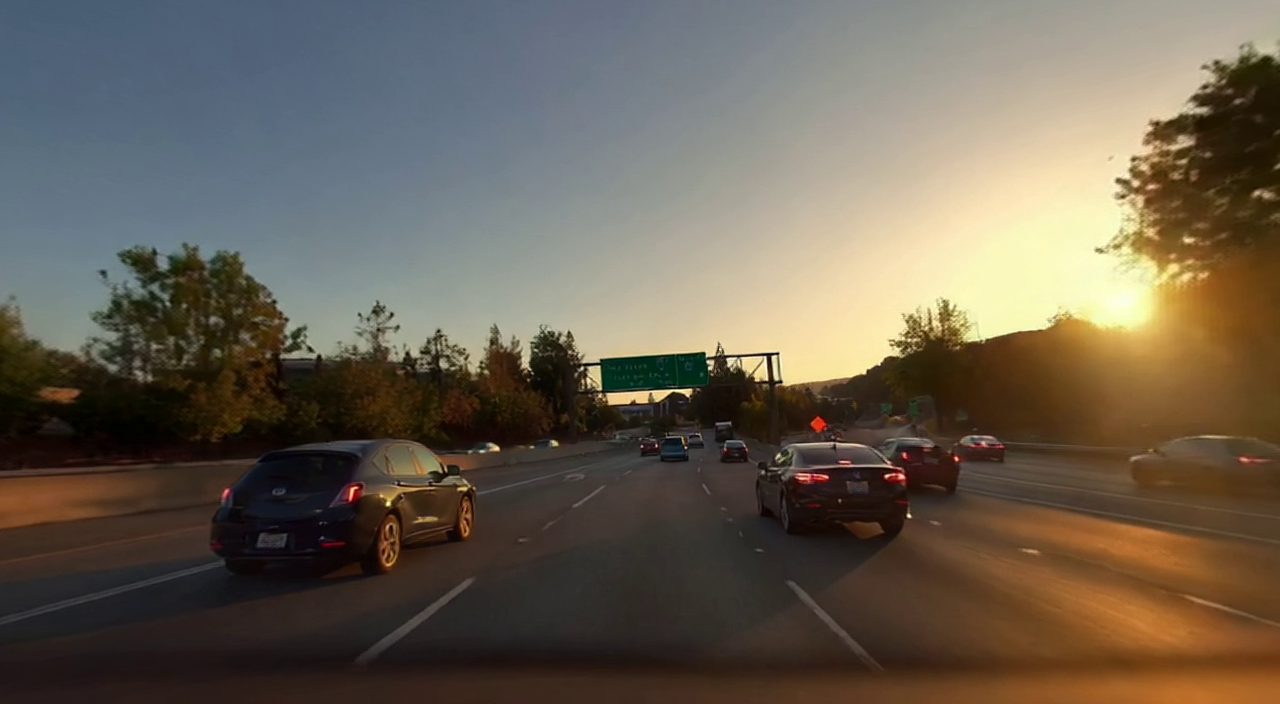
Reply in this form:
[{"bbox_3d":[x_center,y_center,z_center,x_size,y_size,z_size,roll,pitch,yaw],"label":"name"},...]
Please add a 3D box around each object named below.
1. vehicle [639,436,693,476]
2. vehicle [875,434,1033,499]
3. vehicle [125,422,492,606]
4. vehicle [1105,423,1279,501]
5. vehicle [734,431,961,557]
[{"bbox_3d":[1.182,4.575,27.858,2.201,1.614,3.803,-1,-9,4],"label":"vehicle"},{"bbox_3d":[8.201,3.027,17.036,2.014,1.506,4.626,0,-9,2],"label":"vehicle"},{"bbox_3d":[-3.398,1.734,7.719,1.937,1.558,4.469,0,-9,2],"label":"vehicle"},{"bbox_3d":[13.792,2.579,15.074,1.976,1.548,4.687,-1,-9,5],"label":"vehicle"},{"bbox_3d":[2.818,2.052,9.855,2.009,1.489,4.559,0,-9,0],"label":"vehicle"}]
